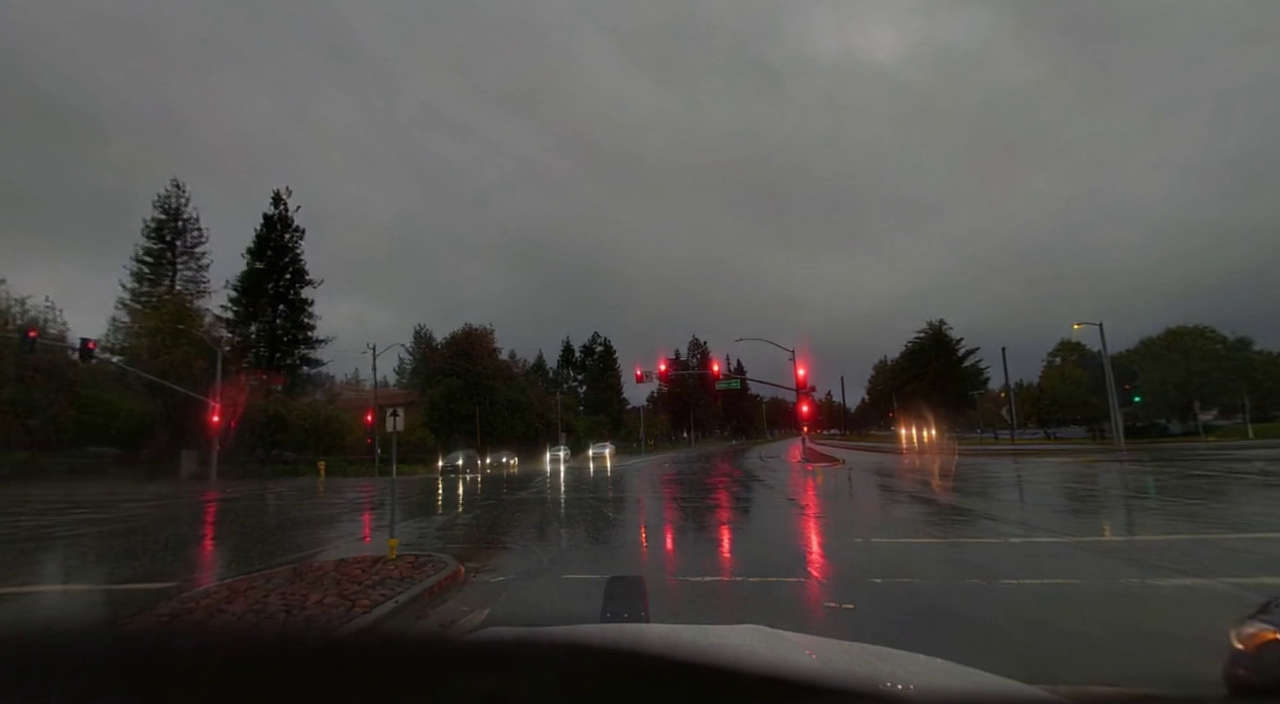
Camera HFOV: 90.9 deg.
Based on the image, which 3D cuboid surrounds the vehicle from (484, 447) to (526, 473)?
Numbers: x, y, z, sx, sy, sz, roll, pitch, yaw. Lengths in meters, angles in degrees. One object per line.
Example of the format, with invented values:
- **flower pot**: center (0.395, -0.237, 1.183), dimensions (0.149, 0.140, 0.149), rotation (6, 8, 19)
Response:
- **vehicle**: center (-9.770, 7.837, 45.937), dimensions (2.064, 1.725, 4.243), rotation (0, -9, 1)

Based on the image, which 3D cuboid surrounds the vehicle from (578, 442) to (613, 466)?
- **vehicle**: center (-3.429, 8.000, 49.529), dimensions (2.215, 1.732, 4.684), rotation (-1, -9, 3)

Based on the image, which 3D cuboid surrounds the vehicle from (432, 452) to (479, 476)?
- **vehicle**: center (-13.386, 8.115, 45.985), dimensions (2.101, 1.637, 4.304), rotation (0, -9, 1)

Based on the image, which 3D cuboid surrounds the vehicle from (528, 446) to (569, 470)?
- **vehicle**: center (-6.535, 7.608, 45.495), dimensions (2.126, 1.657, 4.307), rotation (-1, -9, 2)

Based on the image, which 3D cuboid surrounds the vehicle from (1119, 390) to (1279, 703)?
- **vehicle**: center (3.060, 0.614, 0.422), dimensions (1.978, 1.468, 4.544), rotation (0, -9, 1)
